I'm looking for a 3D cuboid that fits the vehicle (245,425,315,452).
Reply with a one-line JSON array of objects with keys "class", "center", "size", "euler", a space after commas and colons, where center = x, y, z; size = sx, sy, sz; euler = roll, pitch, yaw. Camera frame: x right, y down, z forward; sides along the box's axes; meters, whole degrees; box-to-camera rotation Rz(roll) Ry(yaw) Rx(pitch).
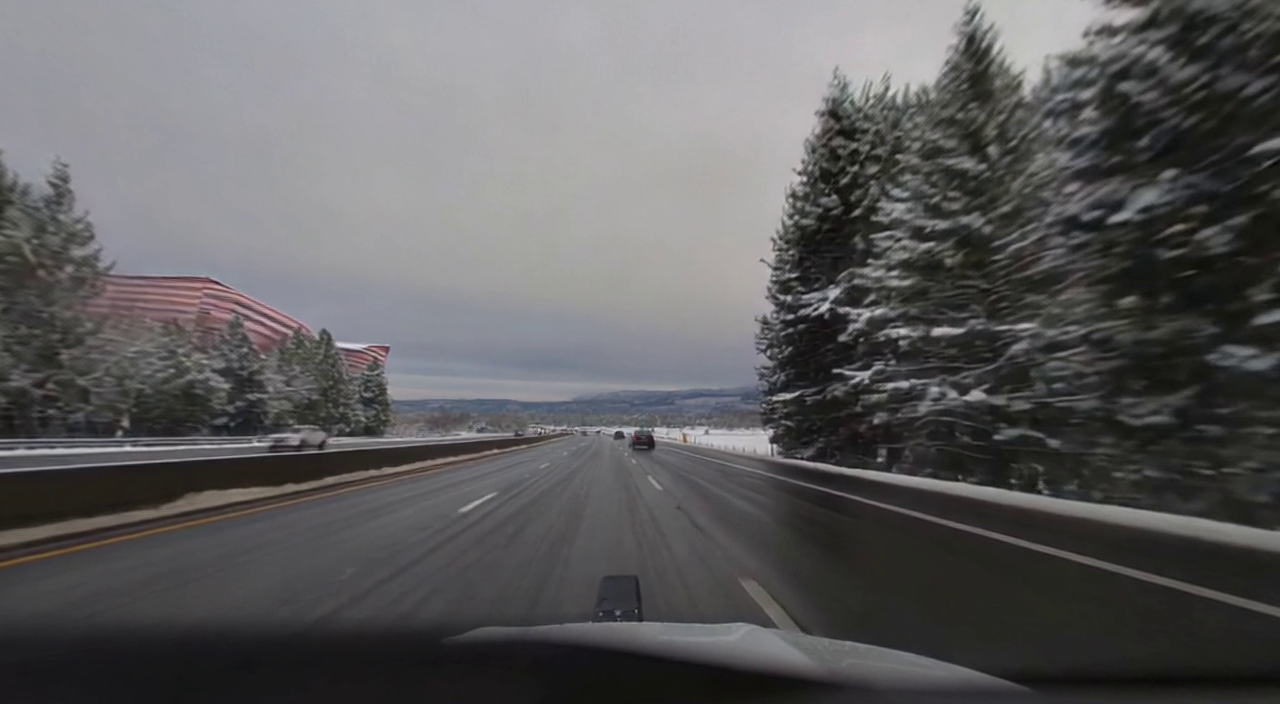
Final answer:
[{"class": "vehicle", "center": [-21.533, 5.213, 37.776], "size": [1.808, 1.504, 4.219], "euler": [0, -8, -3]}]
